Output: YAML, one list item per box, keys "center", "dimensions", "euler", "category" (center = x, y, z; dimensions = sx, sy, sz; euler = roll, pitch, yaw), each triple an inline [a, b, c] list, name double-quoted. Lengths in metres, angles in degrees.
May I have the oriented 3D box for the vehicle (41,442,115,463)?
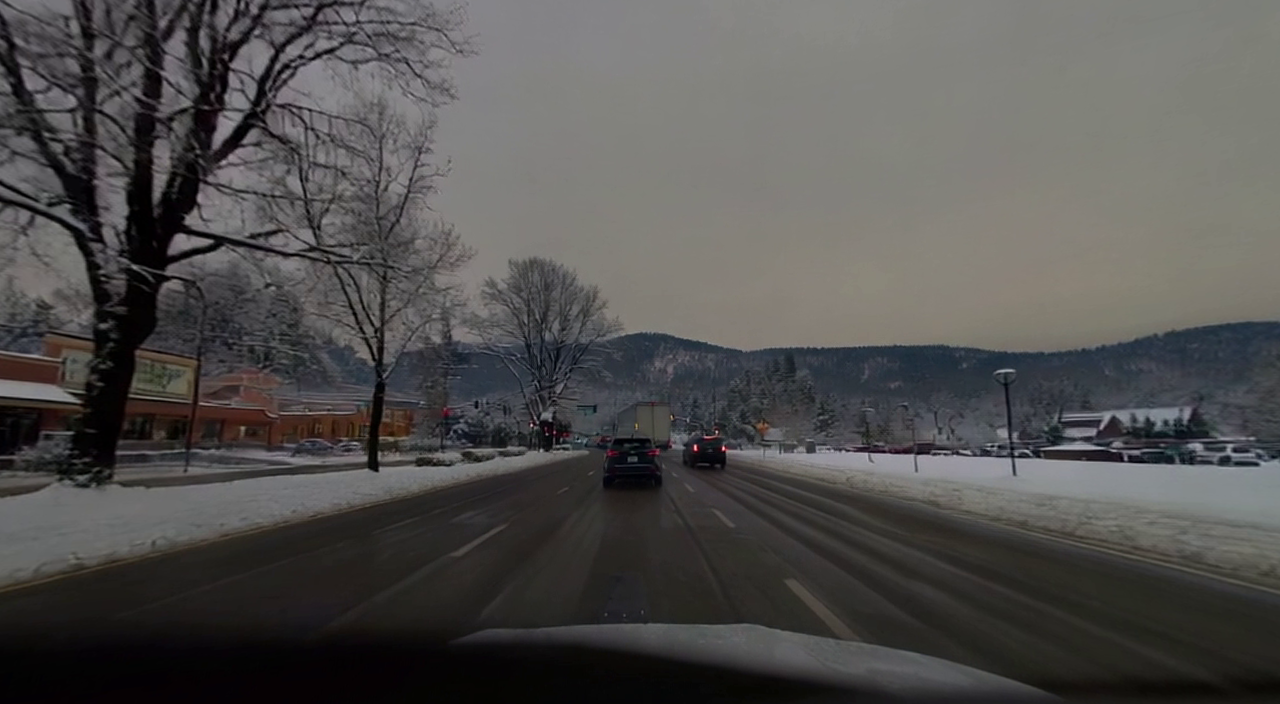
- center: [-36.887, 6.607, 41.270]
  dimensions: [3.245, 1.338, 1.536]
  euler: [4, -9, -25]
  category: "vehicle"

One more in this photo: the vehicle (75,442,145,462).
- center: [-37.249, 7.010, 44.184]
  dimensions: [3.325, 1.360, 1.590]
  euler: [3, -9, -22]
  category: "vehicle"

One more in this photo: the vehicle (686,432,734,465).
- center: [3.727, 5.214, 34.151]
  dimensions: [2.088, 1.655, 4.360]
  euler: [0, -8, -1]
  category: "vehicle"

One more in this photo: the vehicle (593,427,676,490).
- center: [-0.174, 3.078, 18.462]
  dimensions: [2.193, 1.651, 3.946]
  euler: [0, -8, -1]
  category: "vehicle"
